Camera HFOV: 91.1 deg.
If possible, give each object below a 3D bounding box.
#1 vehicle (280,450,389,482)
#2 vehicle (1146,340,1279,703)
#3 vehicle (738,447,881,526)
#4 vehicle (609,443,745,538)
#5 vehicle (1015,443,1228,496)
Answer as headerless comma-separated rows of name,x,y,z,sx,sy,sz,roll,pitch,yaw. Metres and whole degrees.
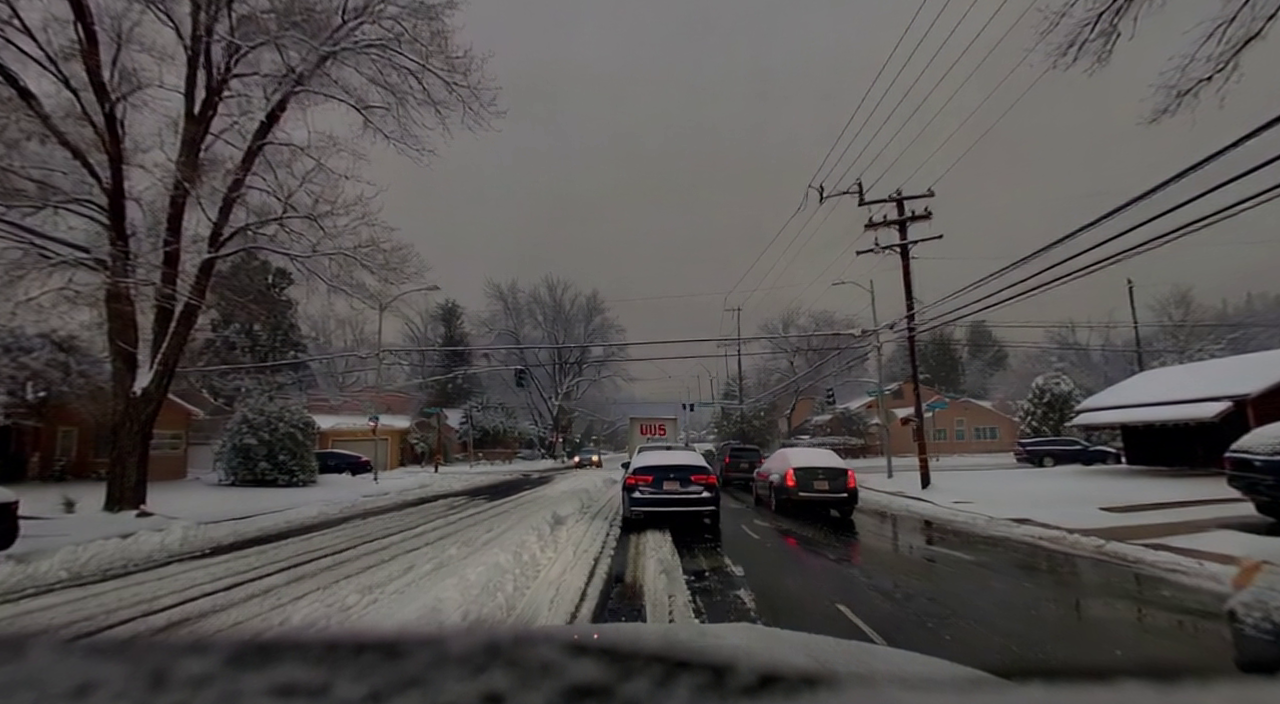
vehicle,-17.570,6.557,36.302,5.274,1.793,1.921,0,-9,2
vehicle,3.321,0.537,0.359,2.069,1.722,4.888,0,-9,2
vehicle,3.596,2.903,14.266,1.993,1.479,4.487,0,-8,0
vehicle,0.583,2.537,12.248,2.158,1.499,4.377,0,-8,0
vehicle,14.296,3.493,18.871,4.738,1.498,1.875,0,-8,2
